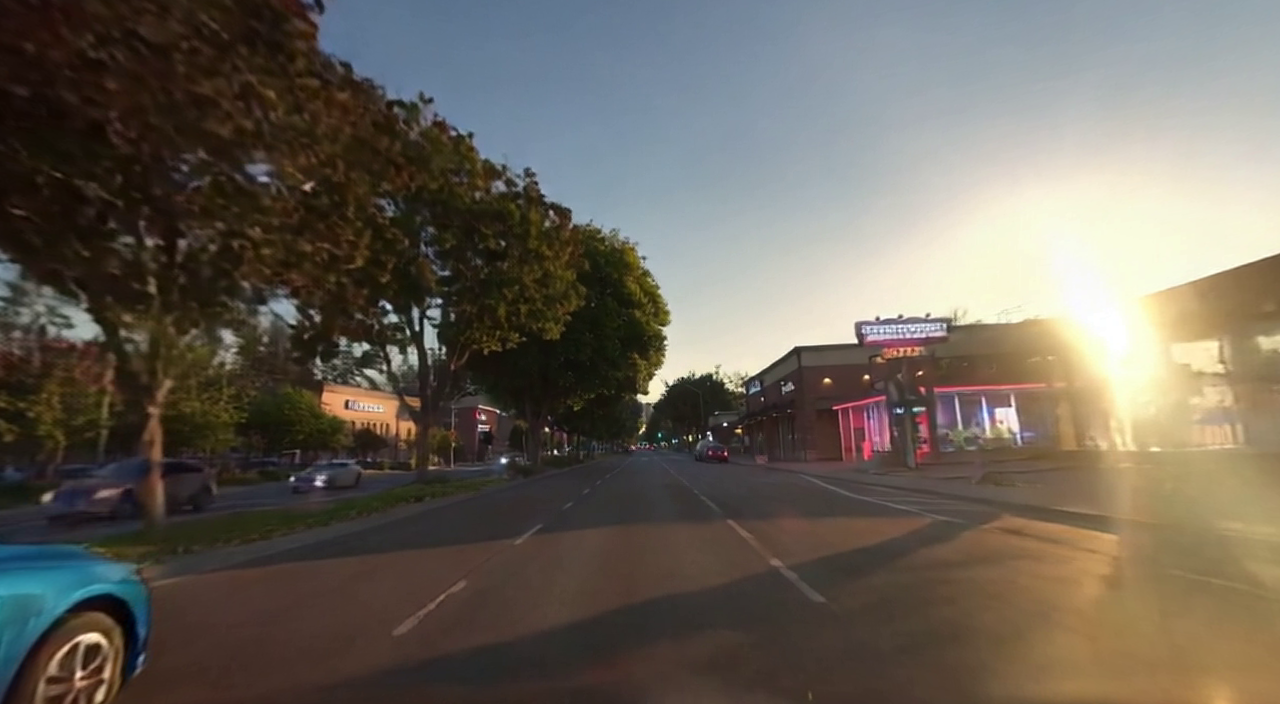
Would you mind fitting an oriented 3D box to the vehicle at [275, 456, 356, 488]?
[{"bbox_3d":[-18.226,6.759,35.713,2.054,1.534,4.704,-2,-9,0],"label":"vehicle"}]

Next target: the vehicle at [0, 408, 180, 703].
[{"bbox_3d":[-3.082,0.677,0.406,2.082,1.460,4.636,0,-9,0],"label":"vehicle"}]
